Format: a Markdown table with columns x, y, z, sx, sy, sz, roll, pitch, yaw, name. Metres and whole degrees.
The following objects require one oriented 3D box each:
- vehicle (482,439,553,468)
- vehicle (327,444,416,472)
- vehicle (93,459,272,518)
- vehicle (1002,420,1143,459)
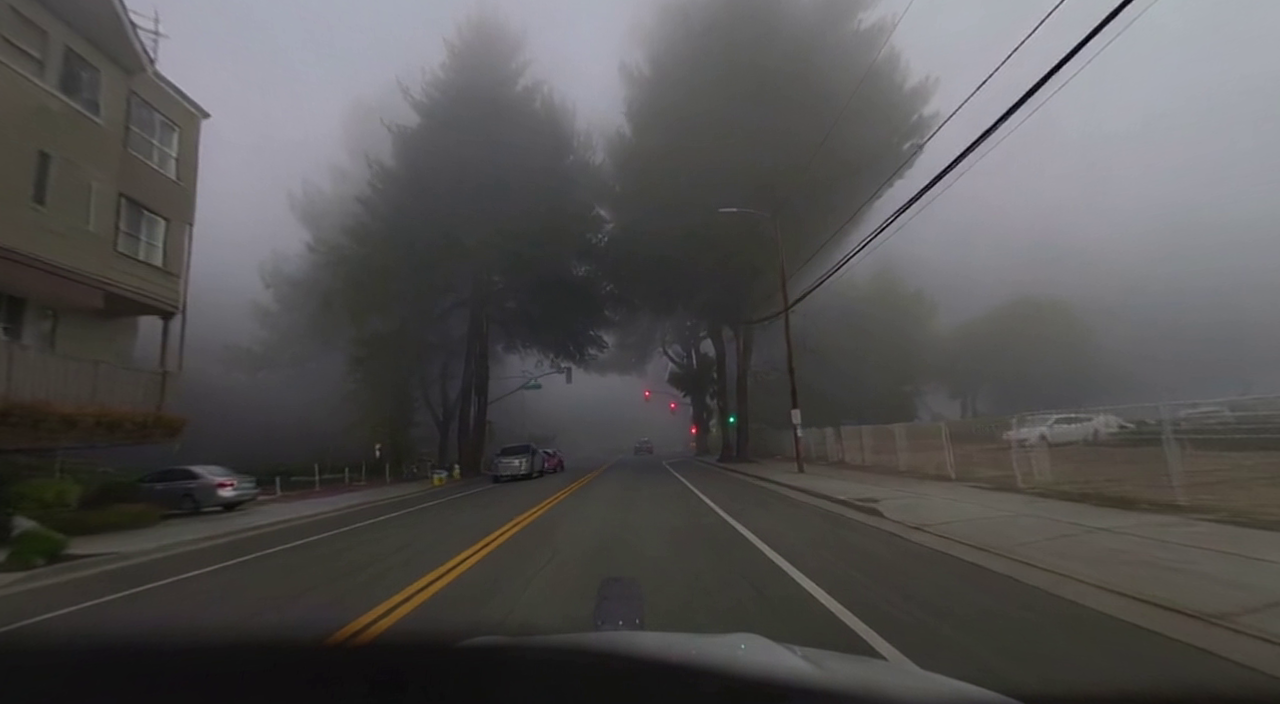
| x | y | z | sx | sy | sz | roll | pitch | yaw | name |
| --- | --- | --- | --- | --- | --- | --- | --- | --- | --- |
| -8.601 | 7.112 | 44.277 | 4.569 | 1.909 | 2.037 | -5 | -9 | 26 | vehicle |
| -20.723 | 8.187 | 48.918 | 5.829 | 2.003 | 2.260 | 0 | -9 | -2 | vehicle |
| -12.797 | 3.809 | 18.127 | 1.934 | 1.389 | 4.364 | 0 | -9 | -1 | vehicle |
| 17.230 | 3.512 | 25.334 | 4.161 | 1.442 | 2.023 | -1 | -9 | -1 | vehicle |
